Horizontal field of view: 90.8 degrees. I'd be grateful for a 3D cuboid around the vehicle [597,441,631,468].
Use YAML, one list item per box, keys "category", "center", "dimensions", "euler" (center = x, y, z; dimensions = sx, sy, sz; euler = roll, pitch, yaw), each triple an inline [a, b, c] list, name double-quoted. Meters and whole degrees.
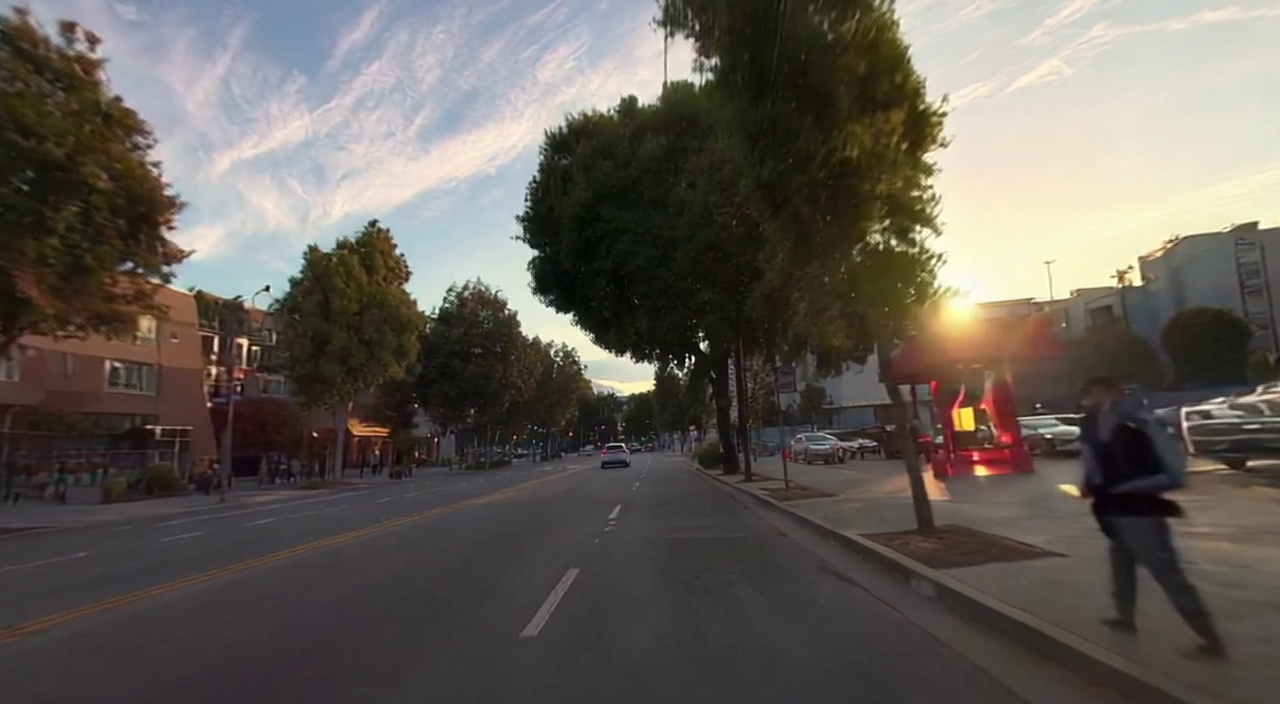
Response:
- category: "vehicle"
  center: [-1.744, 7.169, 44.374]
  dimensions: [2.101, 1.721, 4.364]
  euler: [0, -8, 2]
